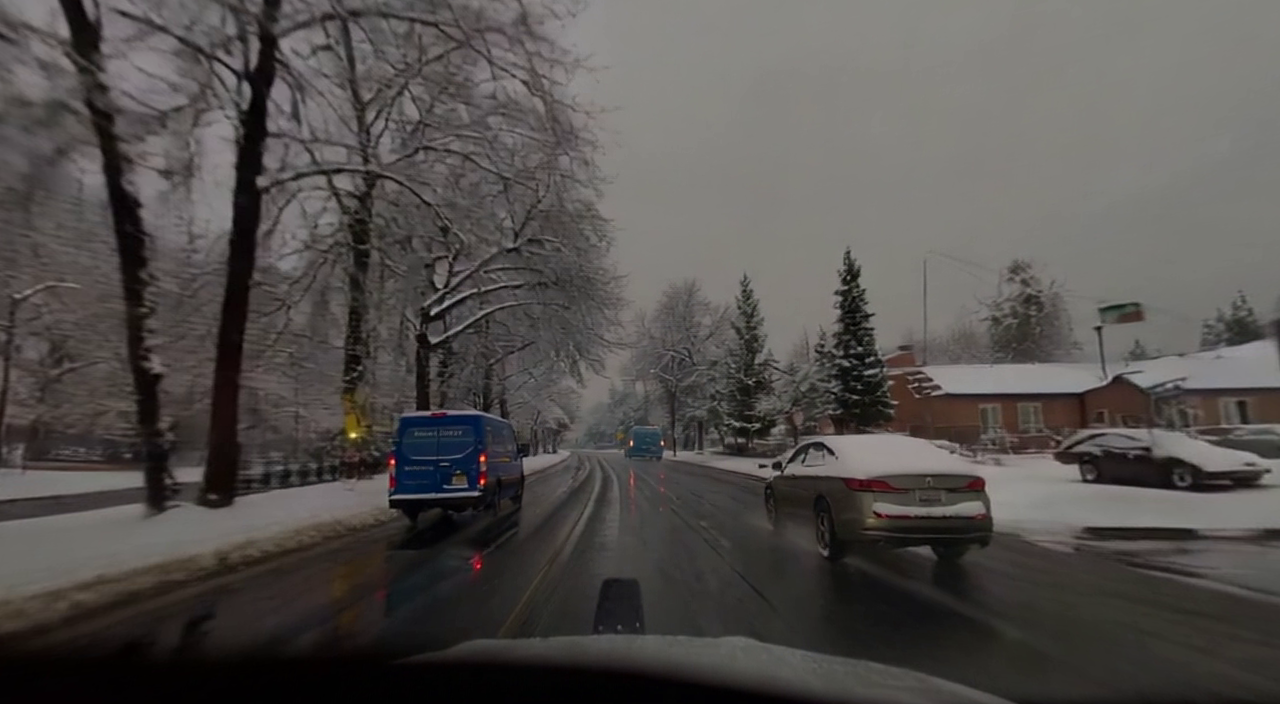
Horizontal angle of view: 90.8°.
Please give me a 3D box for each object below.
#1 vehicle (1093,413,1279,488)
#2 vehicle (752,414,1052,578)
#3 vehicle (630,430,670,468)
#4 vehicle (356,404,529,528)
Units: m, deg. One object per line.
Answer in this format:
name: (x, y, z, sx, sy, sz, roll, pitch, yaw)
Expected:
vehicle: (13.551, 2.302, 14.879, 4.117, 1.627, 2.086, 0, -9, -3)
vehicle: (3.113, 1.827, 8.855, 2.087, 1.658, 4.612, 0, -9, -2)
vehicle: (0.633, 7.015, 45.780, 2.397, 2.566, 5.324, 1, -9, -5)
vehicle: (-3.969, 2.397, 13.746, 2.420, 2.227, 4.499, 0, -9, -2)
